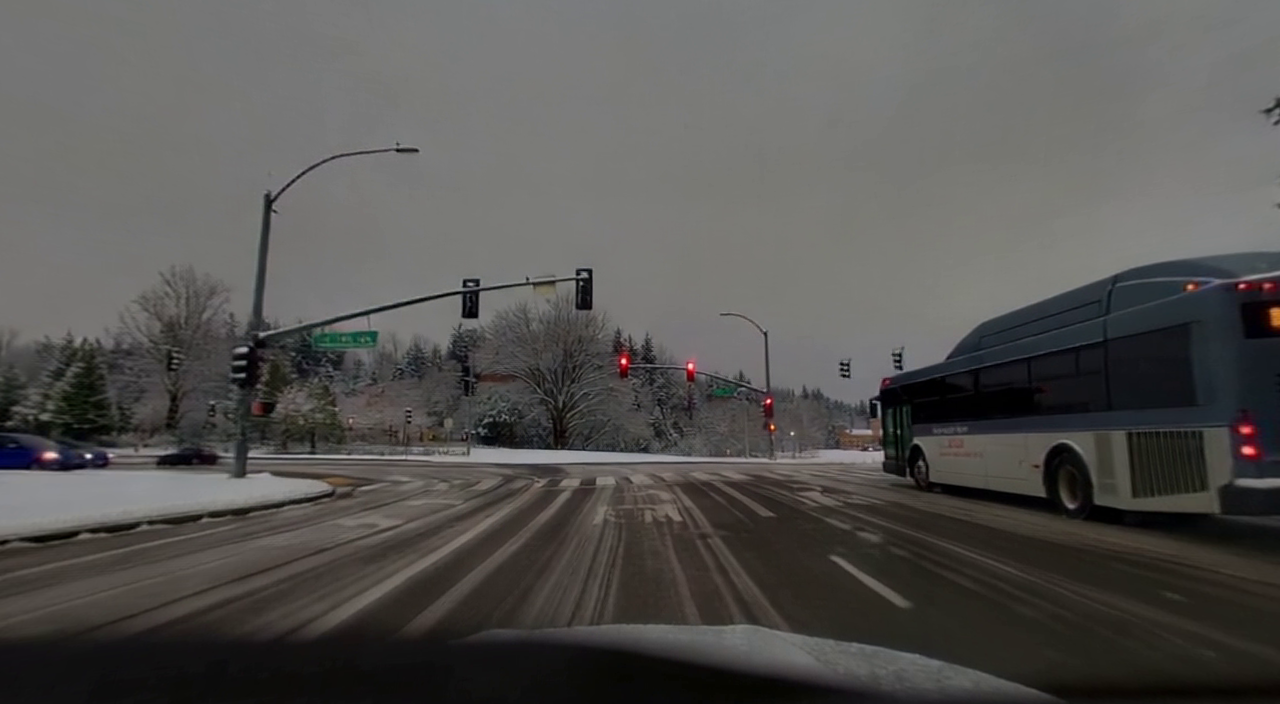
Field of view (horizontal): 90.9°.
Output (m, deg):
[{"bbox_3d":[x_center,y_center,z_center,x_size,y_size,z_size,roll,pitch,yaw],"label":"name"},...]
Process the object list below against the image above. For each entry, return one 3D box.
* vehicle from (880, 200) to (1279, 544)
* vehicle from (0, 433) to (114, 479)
[{"bbox_3d":[8.976,1.155,13.846,2.916,4.009,13.397,-1,-9,4],"label":"vehicle"},{"bbox_3d":[-23.906,4.005,24.342,5.014,1.675,1.906,3,-9,-20],"label":"vehicle"}]
